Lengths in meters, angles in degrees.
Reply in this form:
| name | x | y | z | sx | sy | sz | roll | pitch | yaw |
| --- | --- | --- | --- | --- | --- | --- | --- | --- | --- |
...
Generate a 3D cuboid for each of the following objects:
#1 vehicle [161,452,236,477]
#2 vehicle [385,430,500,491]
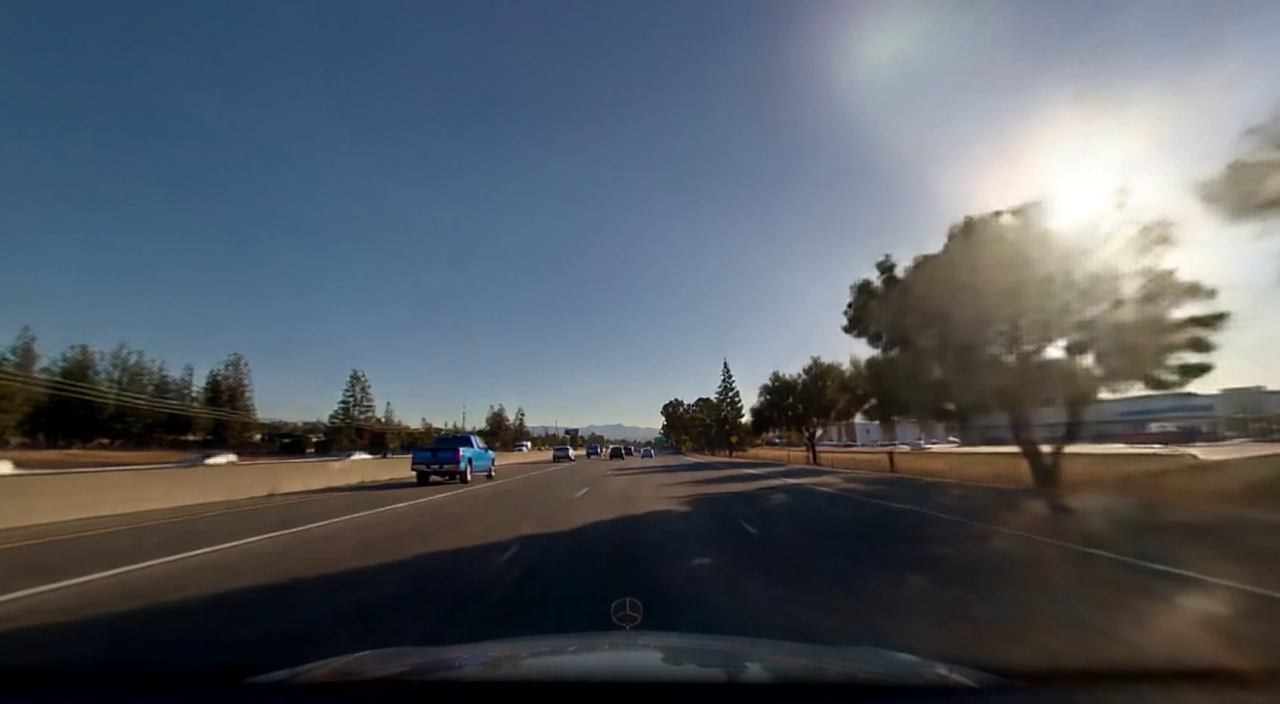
| name | x | y | z | sx | sy | sz | roll | pitch | yaw |
| --- | --- | --- | --- | --- | --- | --- | --- | --- | --- |
| vehicle | -33.084 | 8.439 | 47.487 | 1.997 | 1.730 | 4.951 | 0 | -8 | 1 |
| vehicle | -6.917 | 3.874 | 22.999 | 2.156 | 1.911 | 5.956 | 0 | -8 | 1 |
